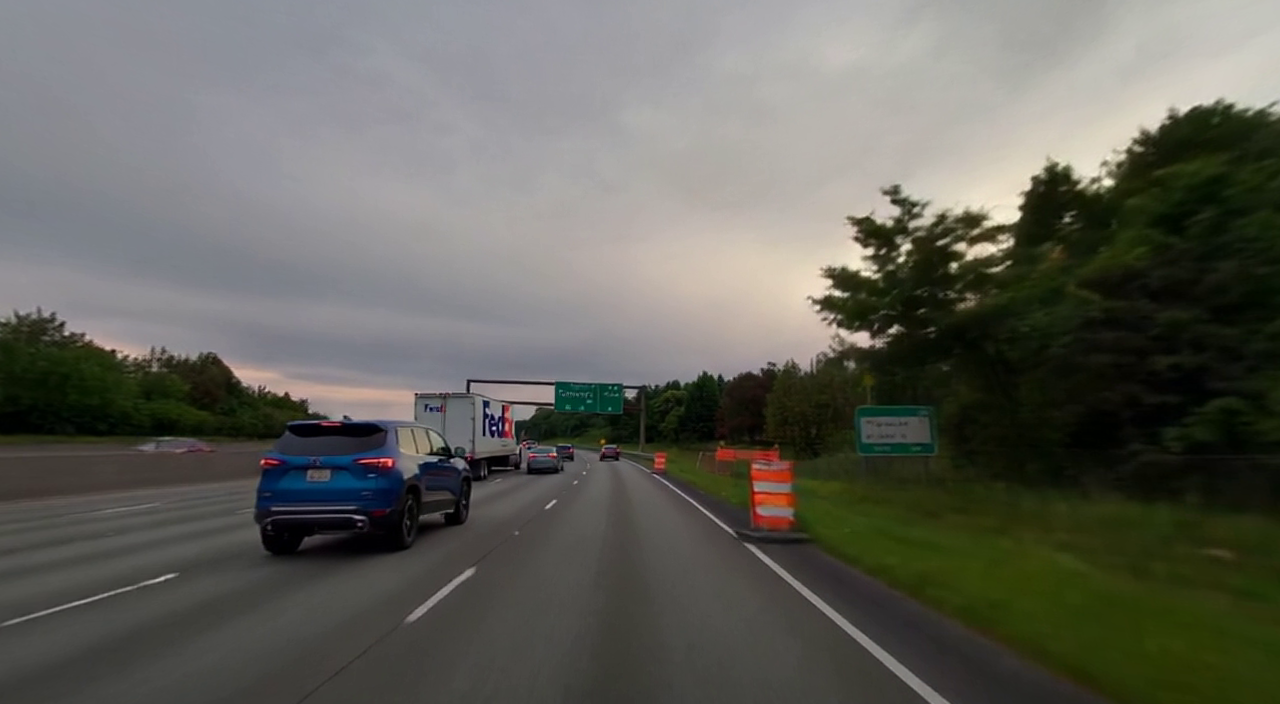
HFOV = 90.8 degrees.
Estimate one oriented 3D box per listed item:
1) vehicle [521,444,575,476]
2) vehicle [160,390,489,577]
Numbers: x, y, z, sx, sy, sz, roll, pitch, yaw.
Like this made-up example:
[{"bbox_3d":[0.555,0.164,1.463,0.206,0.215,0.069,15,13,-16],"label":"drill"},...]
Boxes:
[{"bbox_3d":[-4.412,5.278,31.136,2.192,1.478,4.591,0,-9,-3],"label":"vehicle"},{"bbox_3d":[-3.759,1.678,8.783,2.170,1.886,4.628,0,-9,0],"label":"vehicle"}]
